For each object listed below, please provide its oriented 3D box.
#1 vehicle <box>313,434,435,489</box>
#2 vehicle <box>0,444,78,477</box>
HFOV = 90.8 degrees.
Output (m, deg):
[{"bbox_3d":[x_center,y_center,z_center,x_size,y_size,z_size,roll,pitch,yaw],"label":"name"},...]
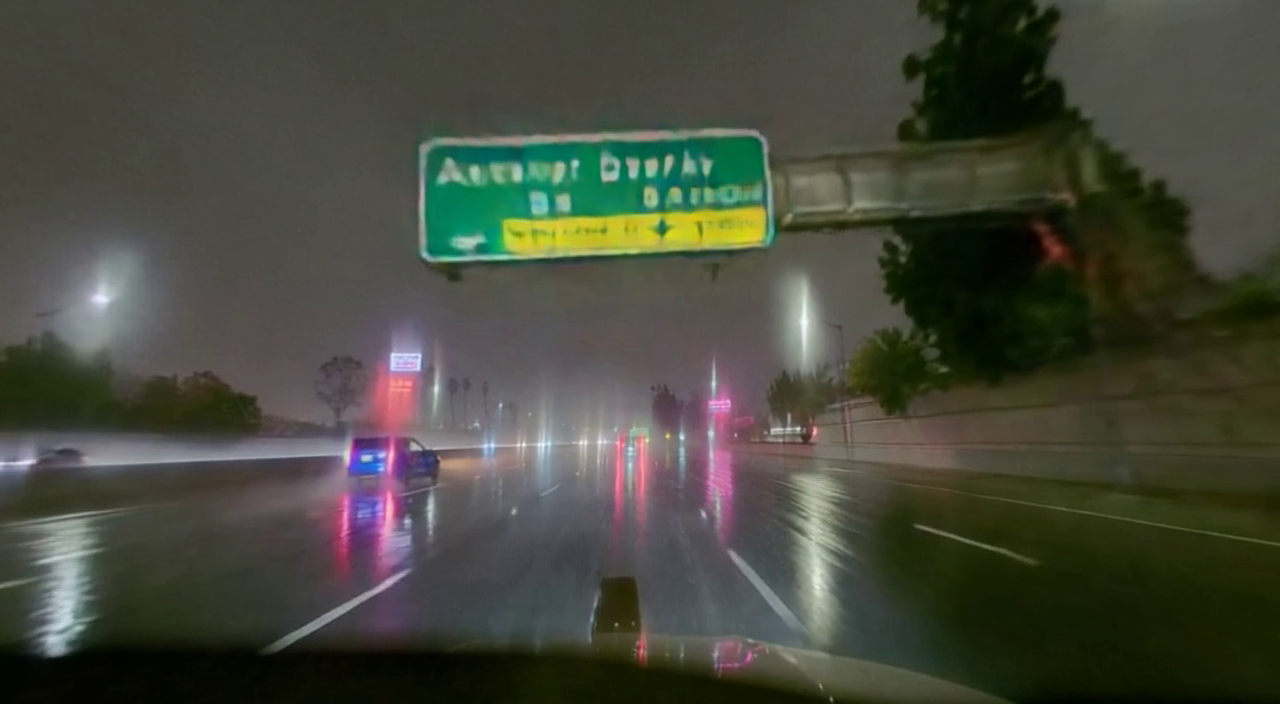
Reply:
[{"bbox_3d":[-8.361,3.478,20.390,1.971,1.552,4.465,0,-9,0],"label":"vehicle"},{"bbox_3d":[-36.249,6.210,36.374,2.363,1.746,5.748,0,-9,1],"label":"vehicle"}]
